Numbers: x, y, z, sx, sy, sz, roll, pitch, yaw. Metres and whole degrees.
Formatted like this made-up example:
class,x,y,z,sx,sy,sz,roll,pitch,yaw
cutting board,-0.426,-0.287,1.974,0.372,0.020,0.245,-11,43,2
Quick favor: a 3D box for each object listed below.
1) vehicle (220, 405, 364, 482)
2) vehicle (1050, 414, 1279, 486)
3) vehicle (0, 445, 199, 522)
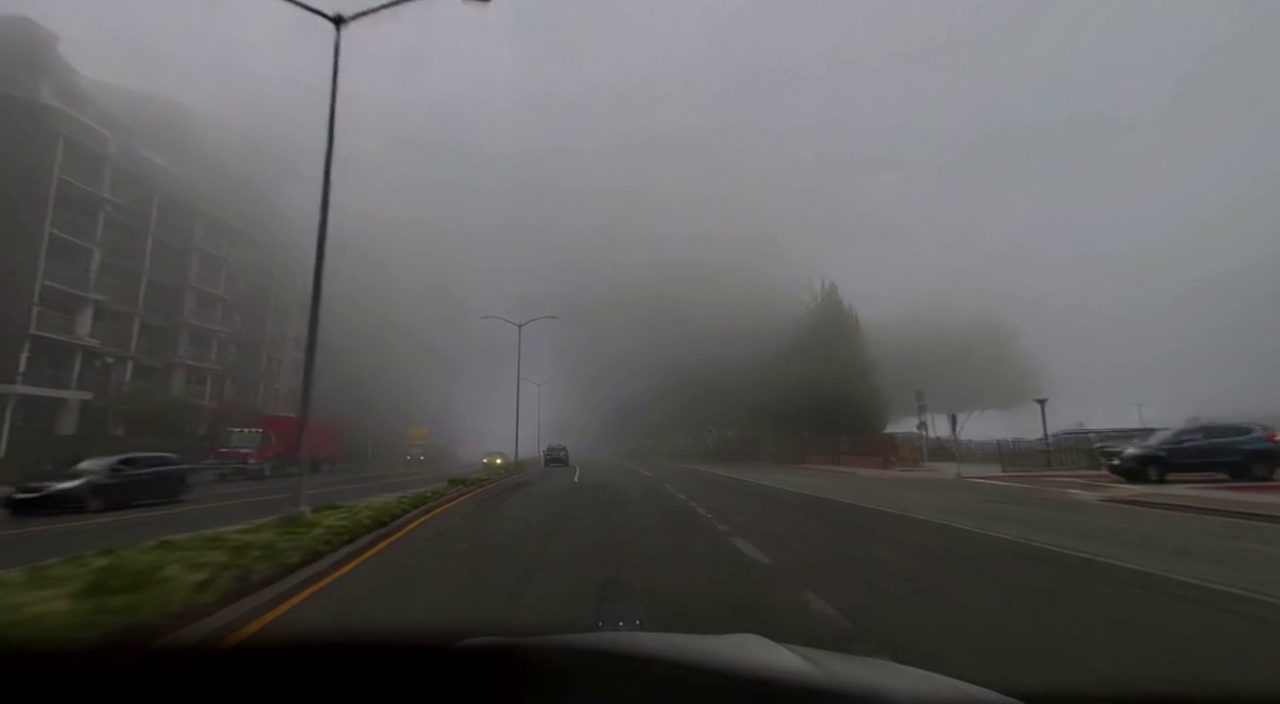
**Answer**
class,x,y,z,sx,sy,sz,roll,pitch,yaw
vehicle,-19.813,5.542,37.501,3.331,3.651,14.423,2,-9,-12
vehicle,16.575,3.029,19.558,5.829,1.995,2.659,-3,-9,16
vehicle,-13.222,3.018,15.082,2.150,1.534,4.569,0,-9,-2
